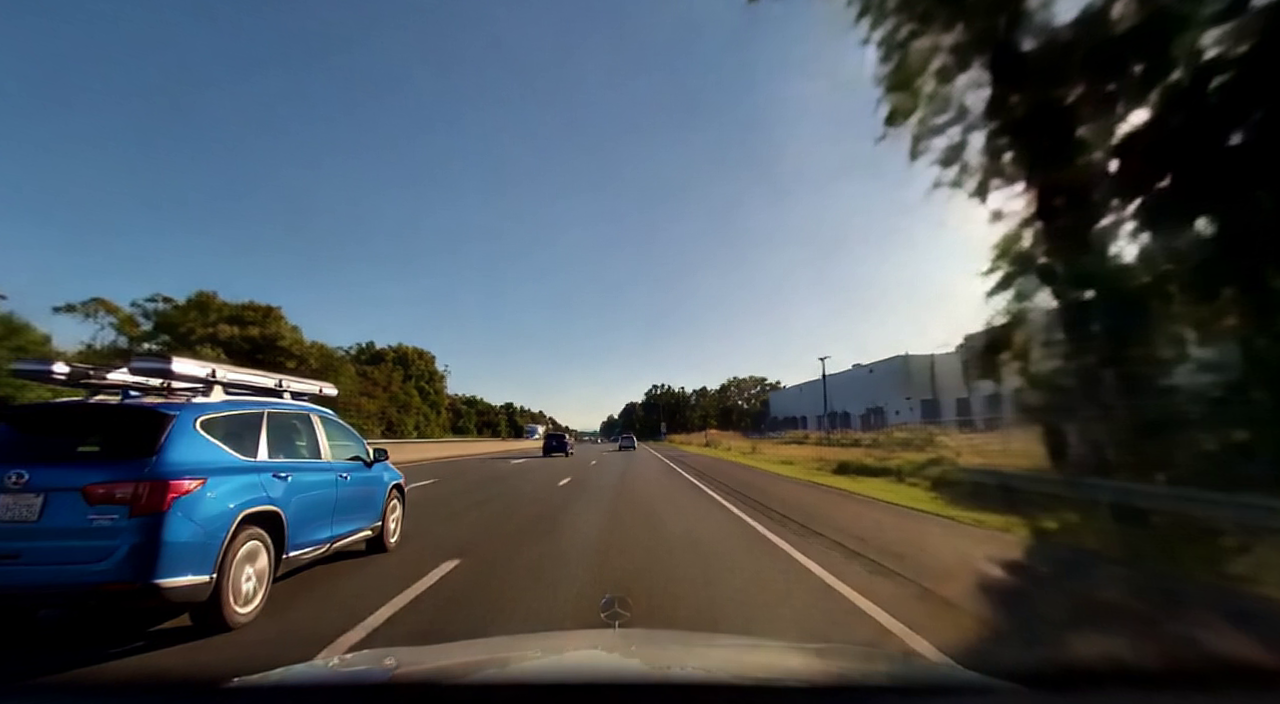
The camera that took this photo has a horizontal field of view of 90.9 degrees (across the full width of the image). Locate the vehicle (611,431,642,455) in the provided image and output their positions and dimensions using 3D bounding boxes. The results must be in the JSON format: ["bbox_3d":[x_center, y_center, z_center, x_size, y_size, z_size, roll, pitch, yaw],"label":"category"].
[{"bbox_3d":[-0.949,6.612,45.876,2.151,1.618,3.898,0,-8,-1],"label":"vehicle"}]

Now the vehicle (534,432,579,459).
[{"bbox_3d":[-5.081,5.732,38.903,2.189,1.580,4.607,0,-8,-1],"label":"vehicle"}]
